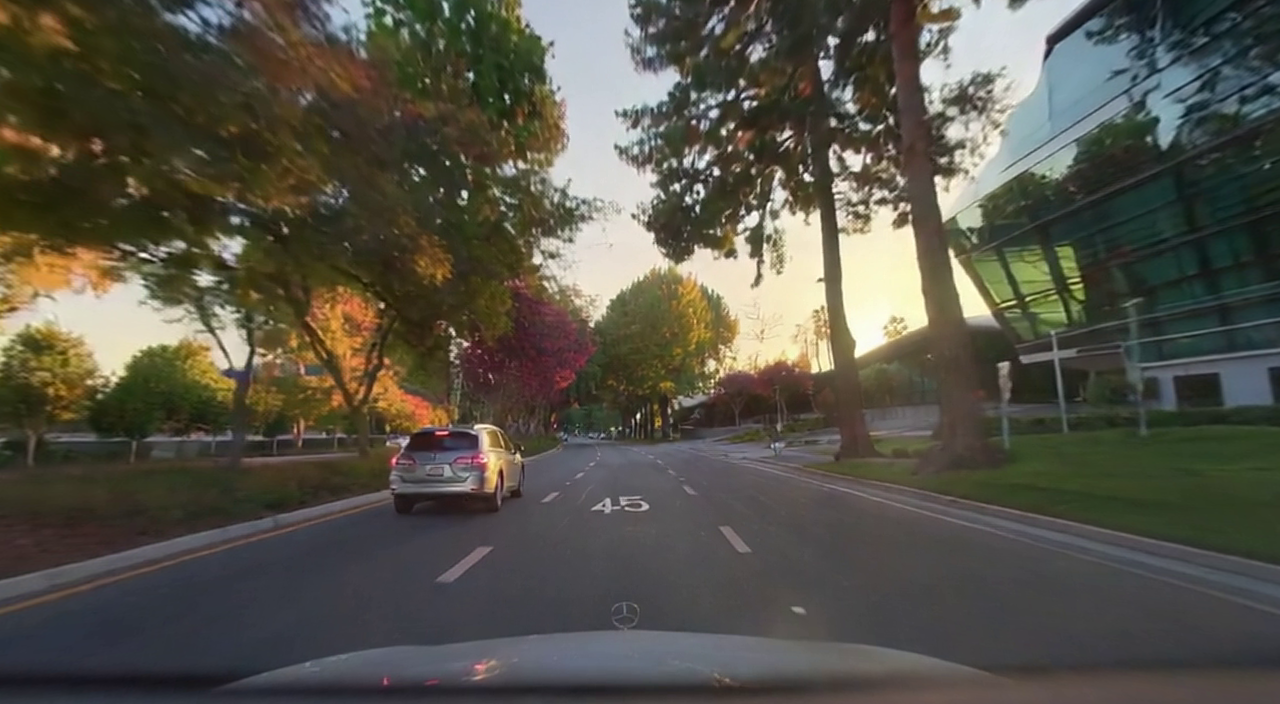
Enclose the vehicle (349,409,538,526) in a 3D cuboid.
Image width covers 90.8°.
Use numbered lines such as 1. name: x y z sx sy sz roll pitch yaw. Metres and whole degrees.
1. vehicle: -3.276 1.999 11.675 2.067 1.700 4.561 0 -7 -1
